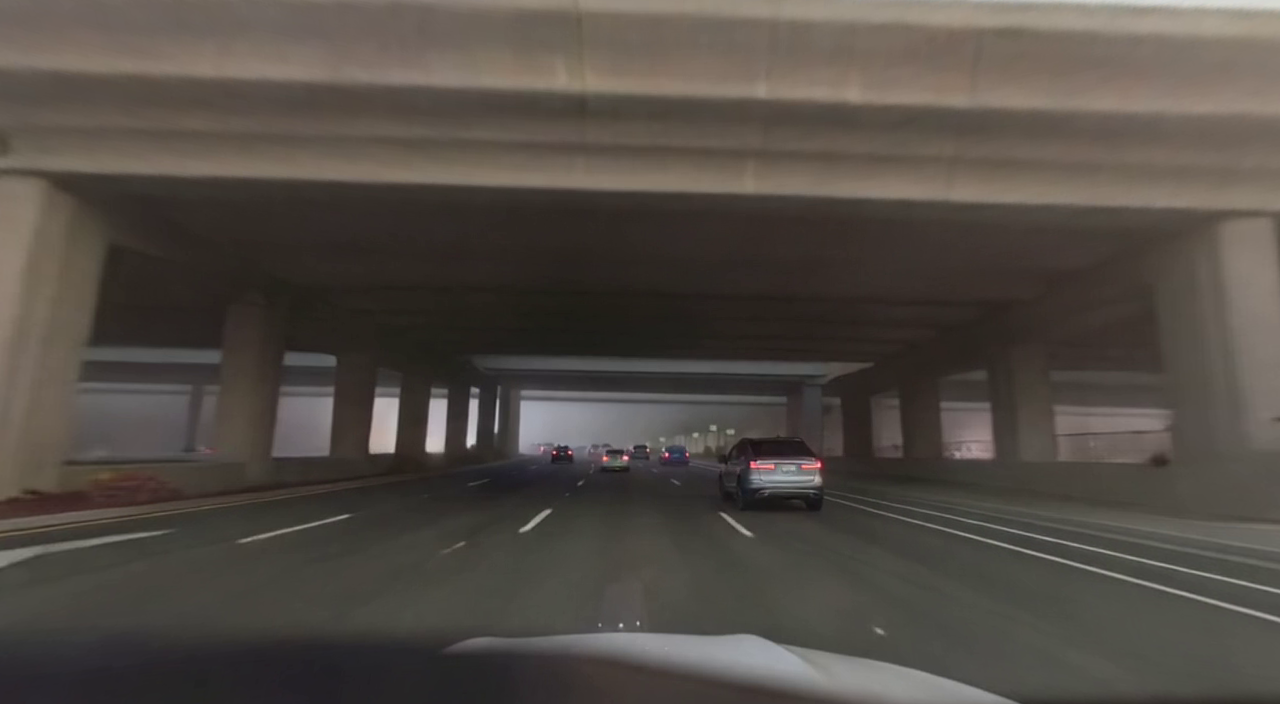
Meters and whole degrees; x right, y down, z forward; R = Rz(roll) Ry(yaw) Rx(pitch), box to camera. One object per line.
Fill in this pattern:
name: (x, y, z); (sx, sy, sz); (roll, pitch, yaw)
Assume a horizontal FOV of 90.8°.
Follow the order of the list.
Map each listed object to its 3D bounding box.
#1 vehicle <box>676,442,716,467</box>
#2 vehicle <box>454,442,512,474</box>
vehicle: (3.916, 7.220, 44.733); (2.377, 1.678, 4.353); (0, -9, -1)
vehicle: (-7.987, 5.427, 32.530); (2.007, 1.519, 4.366); (0, -9, -2)
